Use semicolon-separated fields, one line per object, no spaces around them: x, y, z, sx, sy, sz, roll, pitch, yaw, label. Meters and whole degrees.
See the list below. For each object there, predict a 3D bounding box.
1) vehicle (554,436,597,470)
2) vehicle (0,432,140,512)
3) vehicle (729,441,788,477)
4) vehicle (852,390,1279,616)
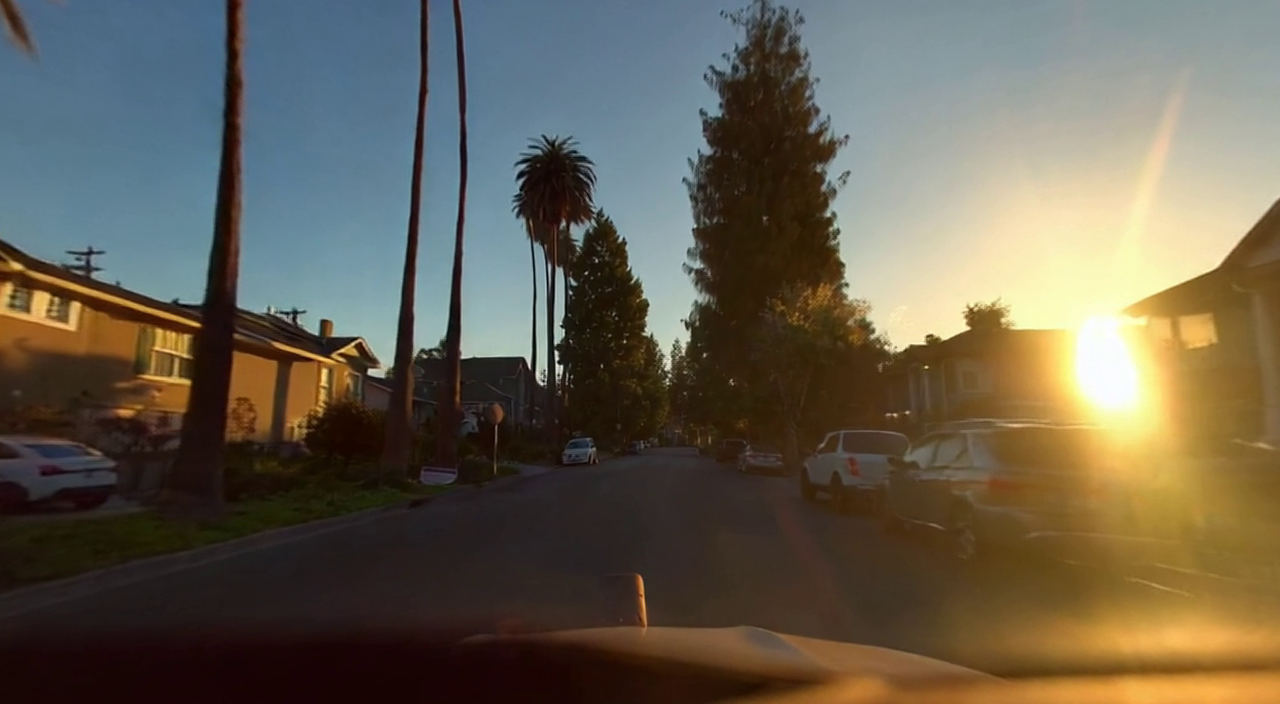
-3.867;6.155;38.621;2.149;1.877;5.082;-2;-9;-1;vehicle
-13.725;2.497;13.447;4.638;1.536;1.863;-1;-9;4;vehicle
5.465;5.001;29.746;2.056;1.464;4.493;2;-8;2;vehicle
4.566;1.665;8.053;2.166;1.766;5.186;4;-8;3;vehicle
